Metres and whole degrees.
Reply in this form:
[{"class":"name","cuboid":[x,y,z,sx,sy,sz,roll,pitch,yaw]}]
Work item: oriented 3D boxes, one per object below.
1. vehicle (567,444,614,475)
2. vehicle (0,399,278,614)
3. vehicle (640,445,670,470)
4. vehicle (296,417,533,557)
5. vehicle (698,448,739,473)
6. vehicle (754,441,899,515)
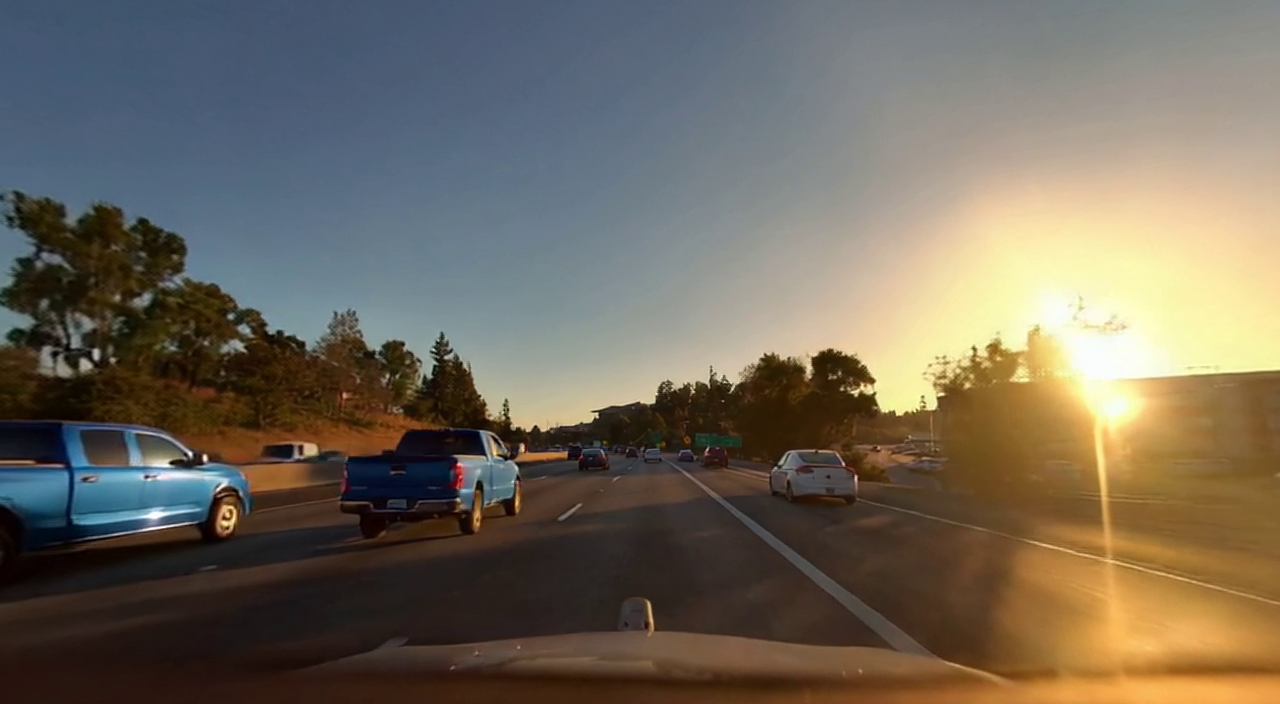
[{"class":"vehicle","cuboid":[-2.831,6.284,37.156,2.209,1.714,4.576,0,-8,2]},{"class":"vehicle","cuboid":[-6.627,1.510,6.697,2.428,1.812,5.131,0,-8,1]},{"class":"vehicle","cuboid":[1.066,7.692,46.207,2.080,1.682,4.150,0,-8,1]},{"class":"vehicle","cuboid":[-3.283,2.065,10.429,2.146,1.775,4.553,0,-8,1]},{"class":"vehicle","cuboid":[4.938,6.900,40.498,2.072,1.456,4.537,0,-8,0]},{"class":"vehicle","cuboid":[4.246,2.923,15.245,2.111,1.498,4.466,0,-8,0]}]
